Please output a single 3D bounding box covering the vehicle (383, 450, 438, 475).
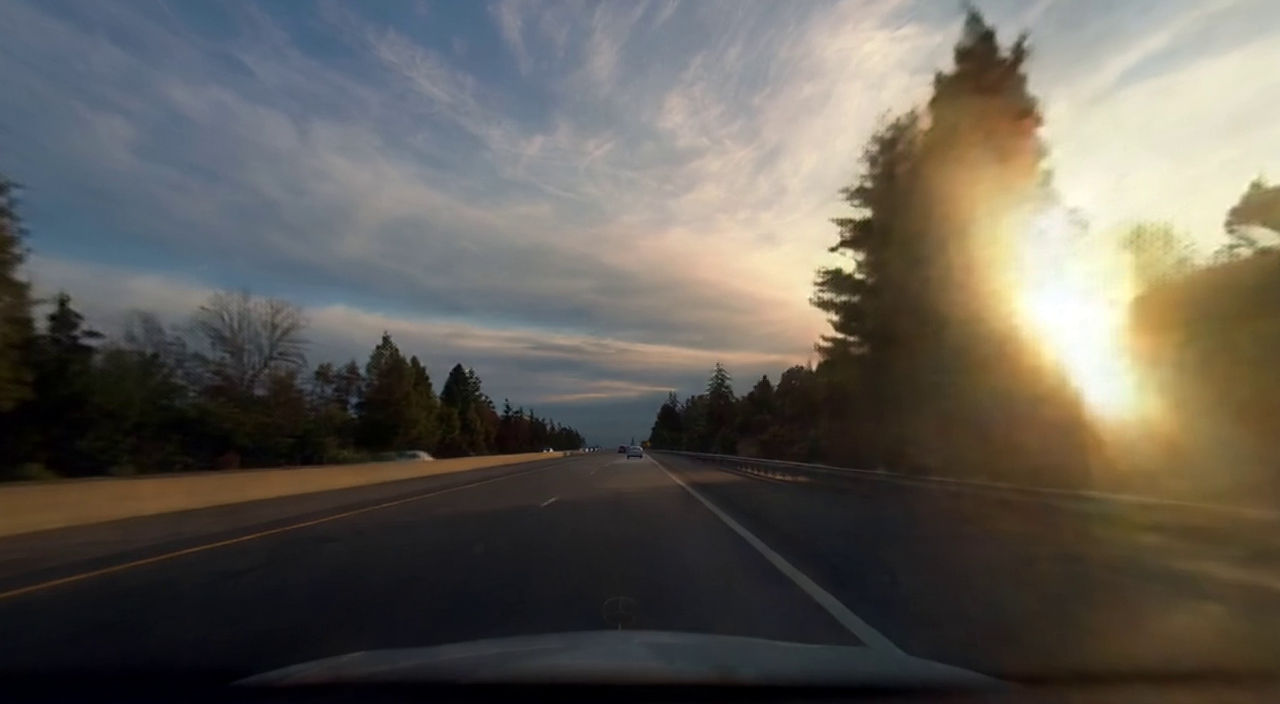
[{"bbox_3d":[-14.229,6.843,39.038,1.860,1.478,3.862,-1,-9,2],"label":"vehicle"}]
